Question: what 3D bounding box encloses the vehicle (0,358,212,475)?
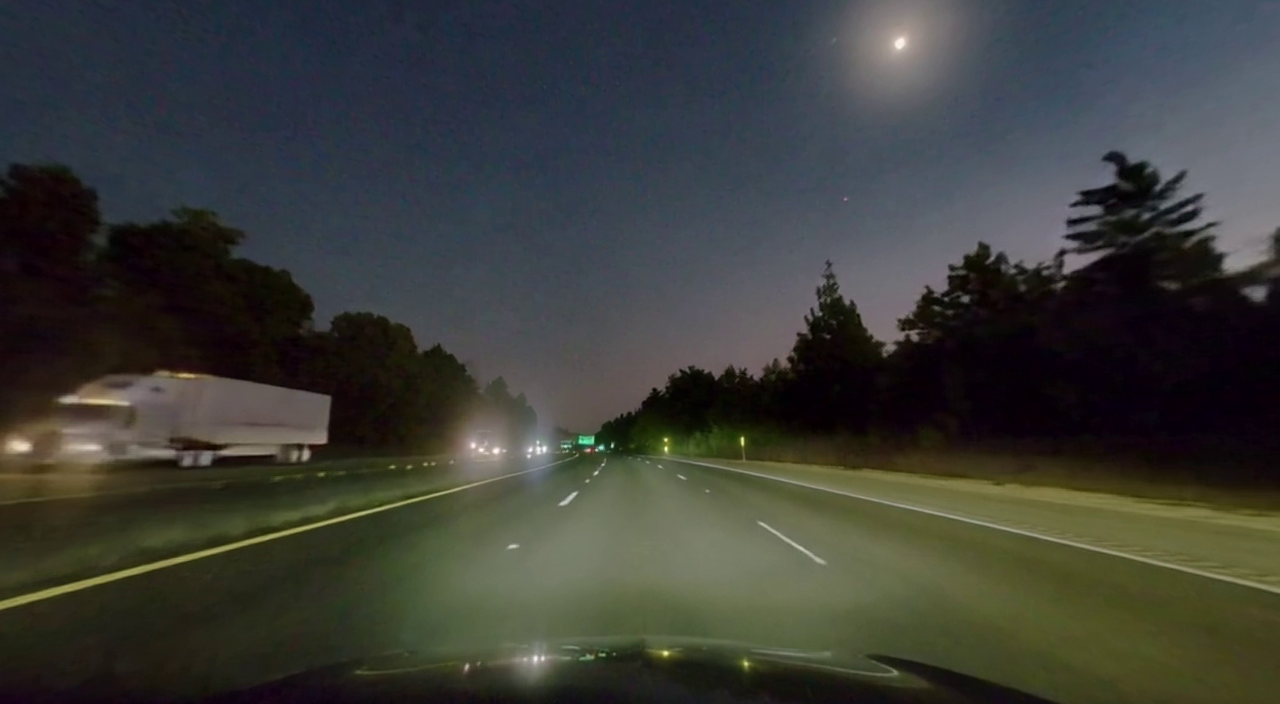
[{"bbox_3d":[-20.356,2.639,24.528,2.957,3.978,6.241,0,-9,-2],"label":"vehicle"}]
